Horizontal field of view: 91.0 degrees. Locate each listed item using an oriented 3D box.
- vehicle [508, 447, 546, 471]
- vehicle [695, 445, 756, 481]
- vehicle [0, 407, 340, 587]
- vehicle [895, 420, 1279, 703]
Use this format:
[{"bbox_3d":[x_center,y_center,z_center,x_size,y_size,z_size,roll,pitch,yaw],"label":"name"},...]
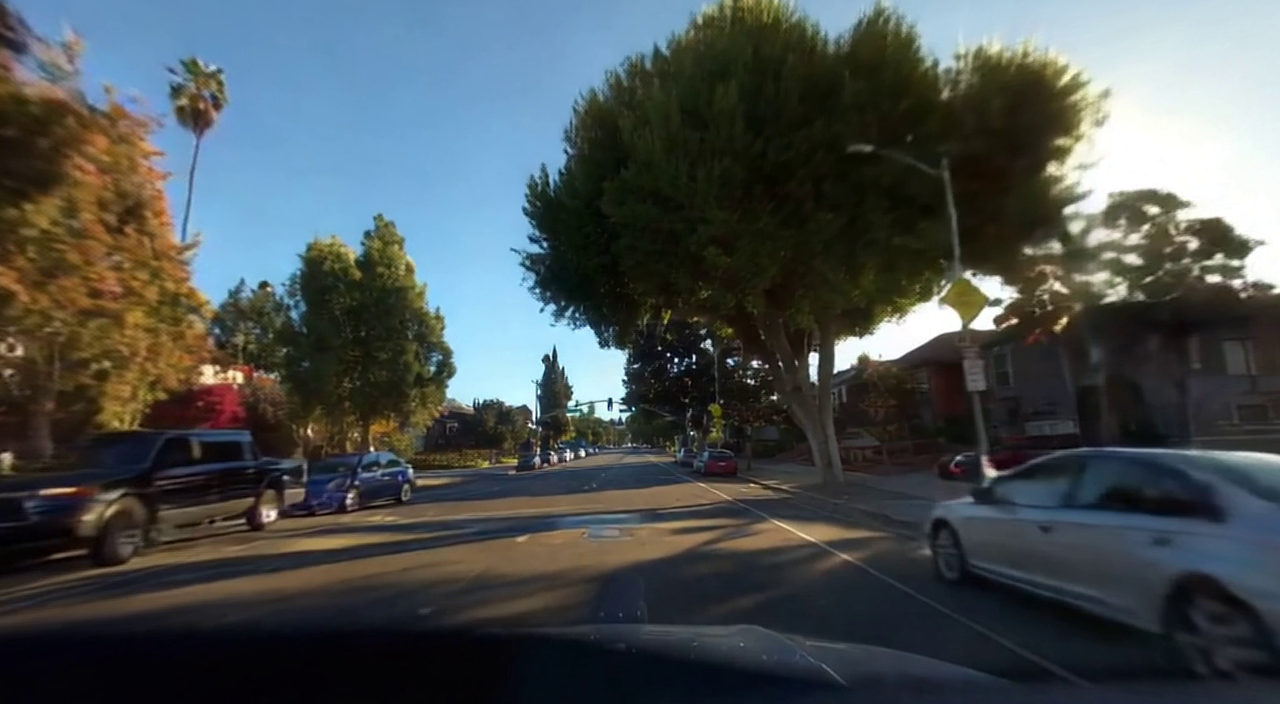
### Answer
[{"bbox_3d":[-7.963,7.541,44.552,1.976,1.554,3.654,0,-9,1],"label":"vehicle"},{"bbox_3d":[3.754,4.966,28.488,2.005,1.466,4.767,0,-9,-1],"label":"vehicle"},{"bbox_3d":[-7.495,2.037,9.904,2.613,1.959,5.843,0,-9,0],"label":"vehicle"},{"bbox_3d":[3.645,1.264,4.204,2.033,1.467,4.471,0,-9,1],"label":"vehicle"}]
